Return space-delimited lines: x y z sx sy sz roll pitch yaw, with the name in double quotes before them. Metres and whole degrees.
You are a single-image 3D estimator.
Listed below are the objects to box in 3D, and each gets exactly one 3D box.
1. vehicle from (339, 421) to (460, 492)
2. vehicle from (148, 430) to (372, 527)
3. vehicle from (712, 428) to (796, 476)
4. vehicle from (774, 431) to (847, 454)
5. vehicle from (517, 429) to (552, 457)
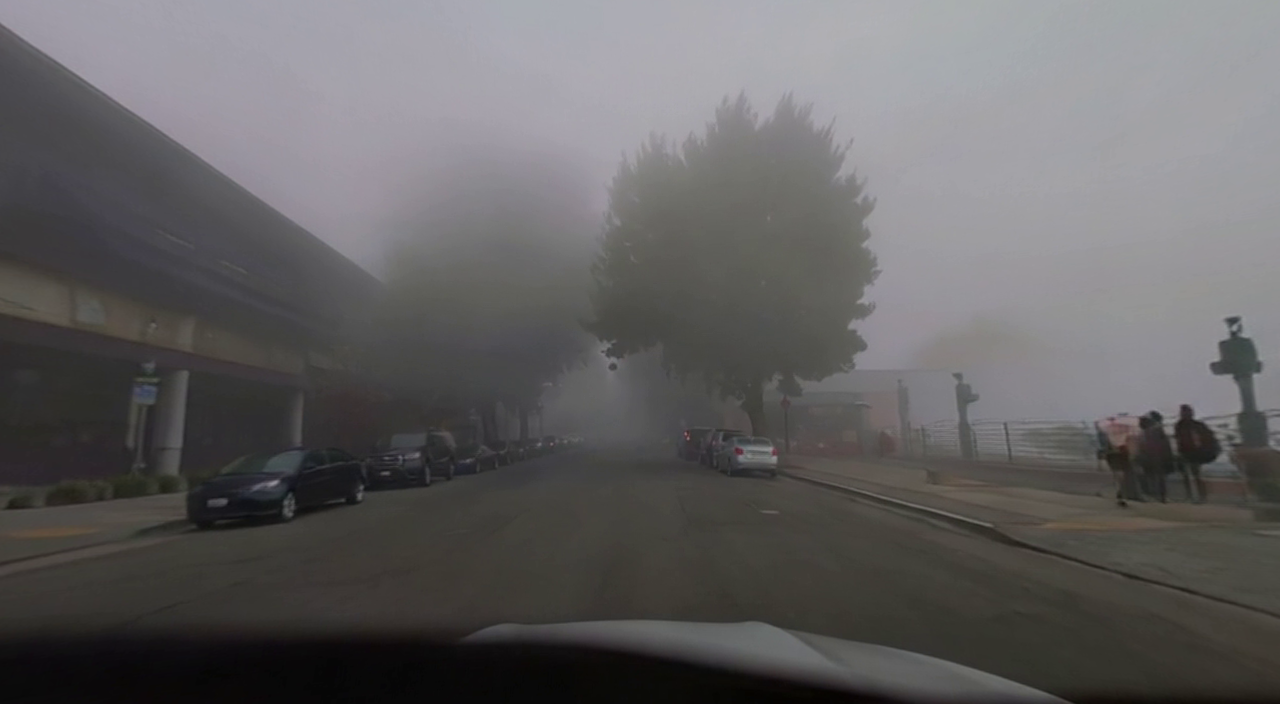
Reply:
"vehicle" -7.303 3.163 19.776 2.238 1.891 4.780 -1 -7 -4
"vehicle" -7.244 2.393 12.732 1.917 1.487 4.659 -2 -8 -4
"vehicle" 3.892 3.520 22.452 1.973 1.494 4.867 0 -8 -1
"vehicle" 11.928 6.354 44.136 4.499 1.558 2.007 -5 -9 28
"vehicle" -7.702 6.788 46.504 1.996 1.770 5.518 -2 -10 -4
